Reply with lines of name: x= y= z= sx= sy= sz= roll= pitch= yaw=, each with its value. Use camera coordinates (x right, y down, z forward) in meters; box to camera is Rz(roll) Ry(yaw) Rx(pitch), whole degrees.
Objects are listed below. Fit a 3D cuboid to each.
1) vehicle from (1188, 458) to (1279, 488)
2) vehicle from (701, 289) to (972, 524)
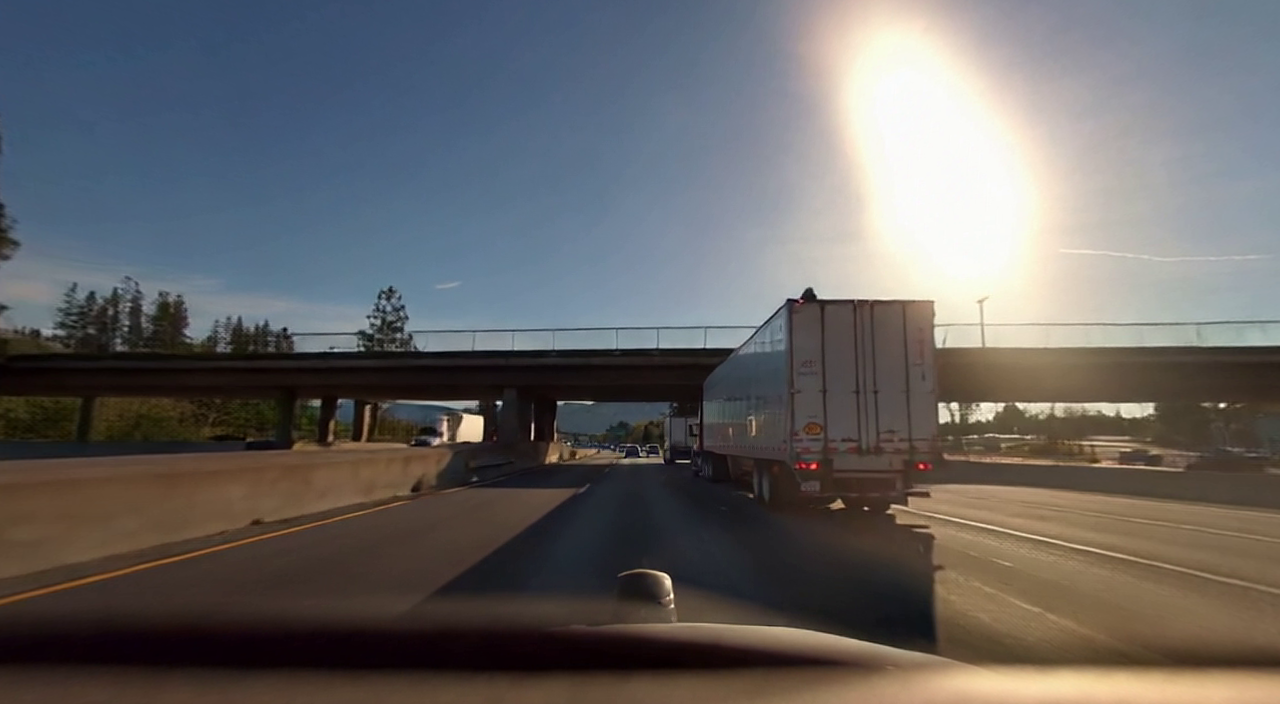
vehicle: x=39.276 y=7.934 z=41.570 sx=1.939 sy=1.708 sz=4.755 roll=0 pitch=-9 yaw=2
vehicle: x=3.957 y=1.938 z=17.677 sx=2.922 sy=3.987 sz=14.038 roll=0 pitch=-9 yaw=-1
